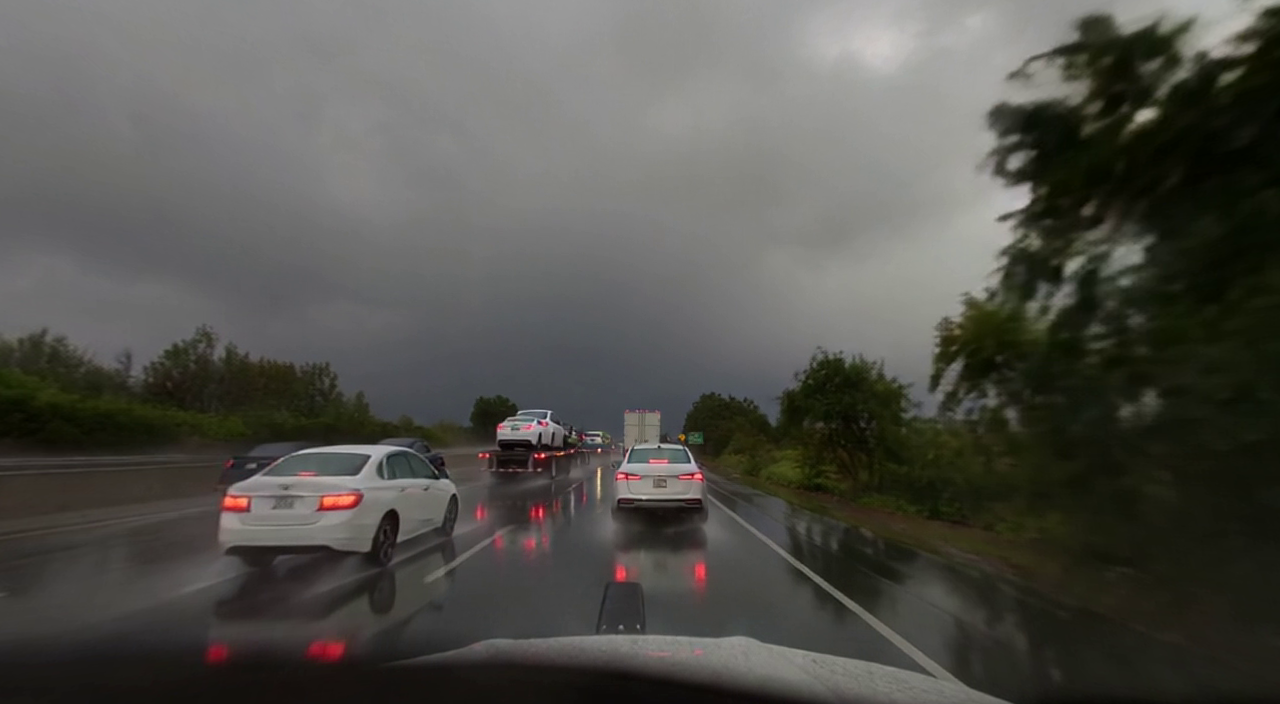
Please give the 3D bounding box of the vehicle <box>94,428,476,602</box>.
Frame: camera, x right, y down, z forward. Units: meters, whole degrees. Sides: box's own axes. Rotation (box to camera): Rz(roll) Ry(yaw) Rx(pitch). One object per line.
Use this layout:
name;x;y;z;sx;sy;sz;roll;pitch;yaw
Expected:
vehicle;-3.656;1.751;7.736;1.947;1.470;4.526;0;-9;2

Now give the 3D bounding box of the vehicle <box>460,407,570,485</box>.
vehicle;-2.776;2.235;14.994;2.031;1.594;4.103;0;-9;-4

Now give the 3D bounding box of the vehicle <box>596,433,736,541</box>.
vehicle;0.378;2.187;10.736;1.991;1.507;3.391;0;-9;0
